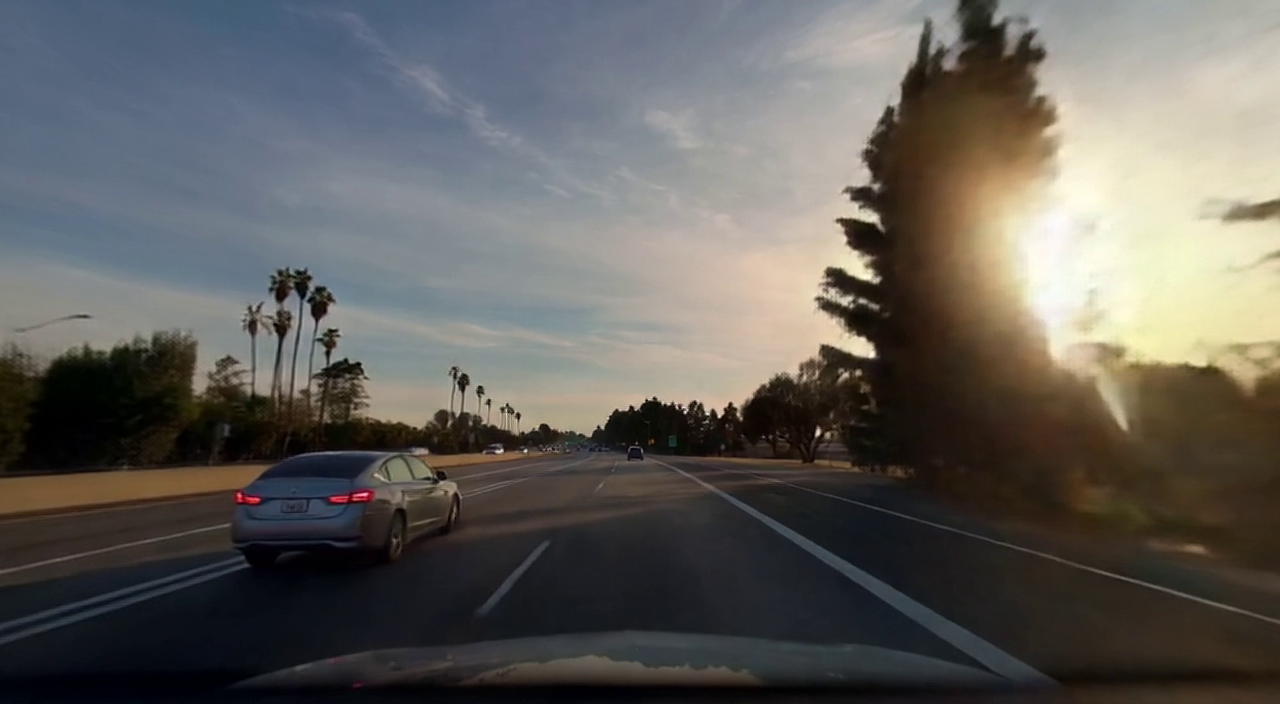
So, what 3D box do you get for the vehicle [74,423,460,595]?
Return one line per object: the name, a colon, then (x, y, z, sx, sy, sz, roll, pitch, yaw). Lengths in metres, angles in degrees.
vehicle: (-4.113, 1.789, 8.189, 2.092, 1.562, 4.748, 0, -8, 0)
